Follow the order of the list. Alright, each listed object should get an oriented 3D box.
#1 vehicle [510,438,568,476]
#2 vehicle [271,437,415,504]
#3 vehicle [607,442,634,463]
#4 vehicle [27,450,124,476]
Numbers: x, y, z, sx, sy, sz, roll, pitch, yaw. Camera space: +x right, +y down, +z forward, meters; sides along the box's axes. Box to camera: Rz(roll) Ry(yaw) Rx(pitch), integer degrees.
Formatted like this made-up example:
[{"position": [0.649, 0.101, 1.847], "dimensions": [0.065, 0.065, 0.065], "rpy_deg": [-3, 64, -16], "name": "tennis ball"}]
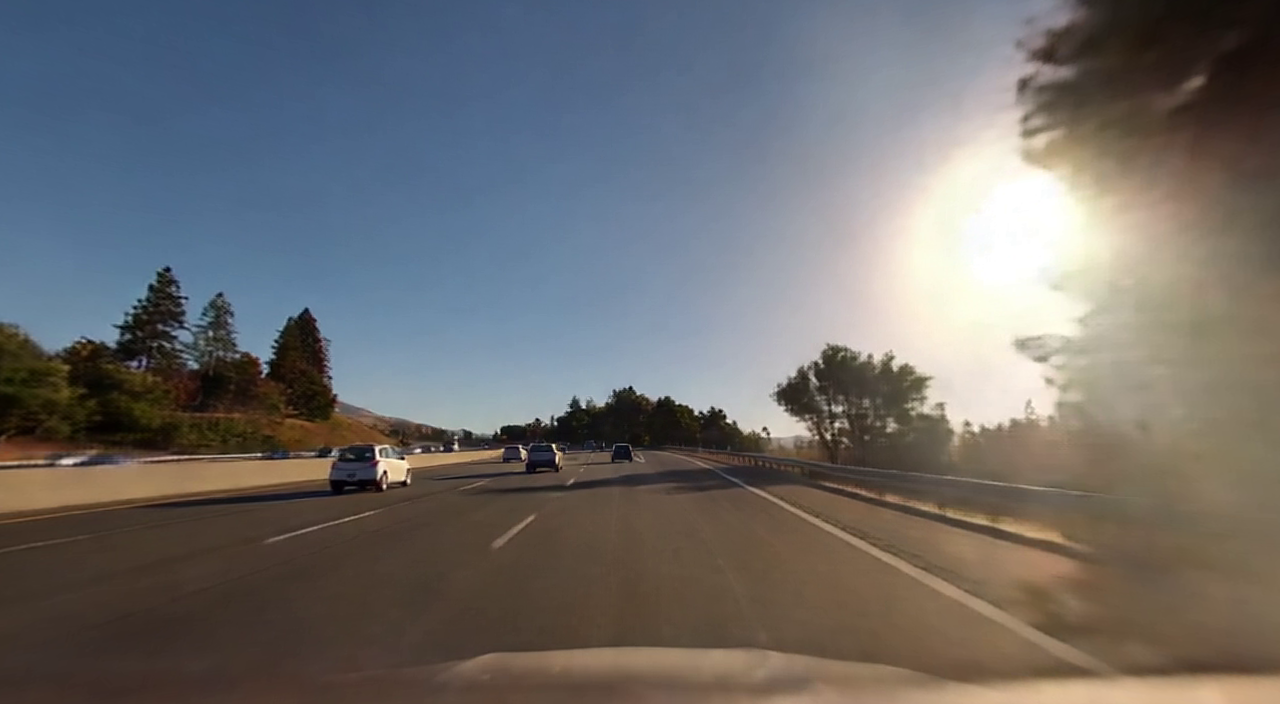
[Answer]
[{"position": [-4.552, 4.786, 28.985], "dimensions": [1.991, 1.610, 4.606], "rpy_deg": [0, -8, -1], "name": "vehicle"}, {"position": [-8.019, 3.200, 17.528], "dimensions": [2.086, 1.628, 4.039], "rpy_deg": [0, -8, -1], "name": "vehicle"}, {"position": [-1.413, 7.174, 45.105], "dimensions": [1.881, 1.460, 3.694], "rpy_deg": [0, -8, -2], "name": "vehicle"}, {"position": [-35.813, 7.006, 40.200], "dimensions": [1.829, 1.479, 4.742], "rpy_deg": [0, -8, -2], "name": "vehicle"}]
